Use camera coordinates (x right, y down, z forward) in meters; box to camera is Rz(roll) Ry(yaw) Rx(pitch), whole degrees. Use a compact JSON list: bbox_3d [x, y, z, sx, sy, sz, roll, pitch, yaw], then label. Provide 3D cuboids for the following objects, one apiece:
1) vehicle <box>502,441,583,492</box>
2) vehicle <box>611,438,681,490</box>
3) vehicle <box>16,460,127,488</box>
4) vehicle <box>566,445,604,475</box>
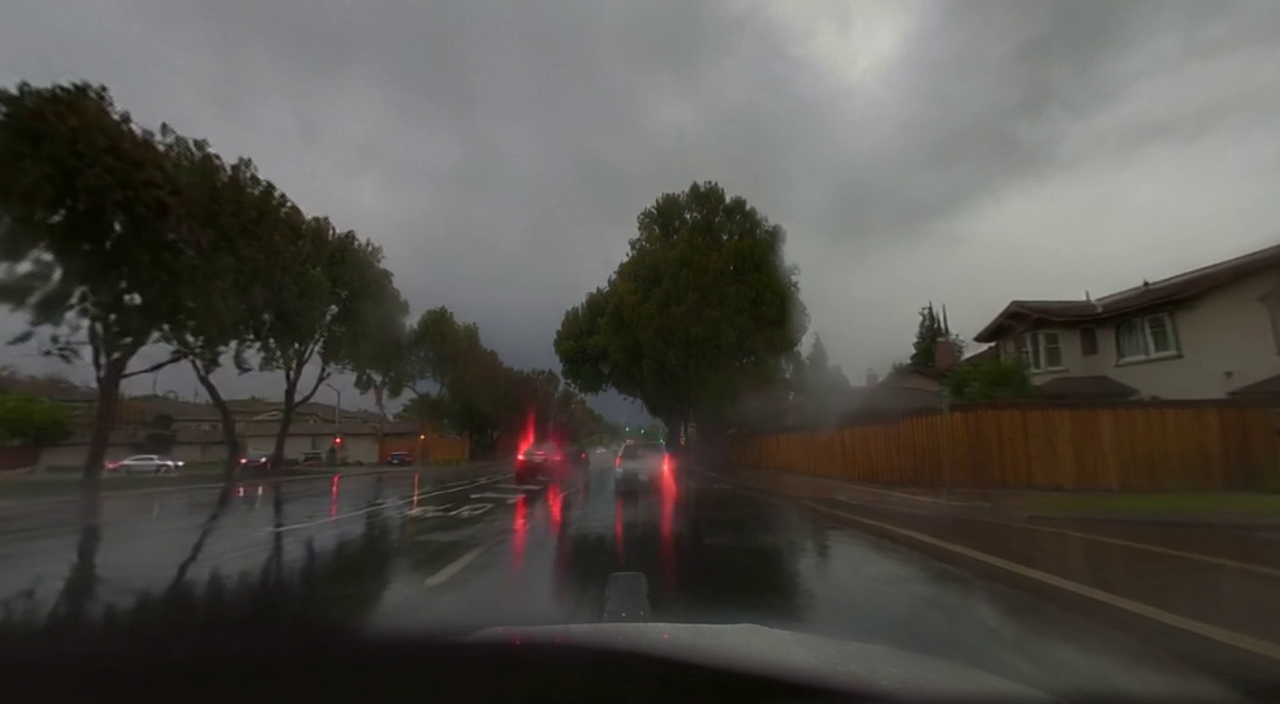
[{"bbox_3d":[-3.500,4.186,23.557,2.067,1.546,4.988,2,-7,2],"label":"vehicle"},{"bbox_3d":[0.187,3.954,22.488,2.290,1.653,4.127,0,-9,0],"label":"vehicle"},{"bbox_3d":[-36.644,7.861,40.605,4.724,1.597,2.191,2,-9,-10],"label":"vehicle"},{"bbox_3d":[-3.141,6.034,35.406,1.986,1.561,3.805,1,-9,-6],"label":"vehicle"}]
